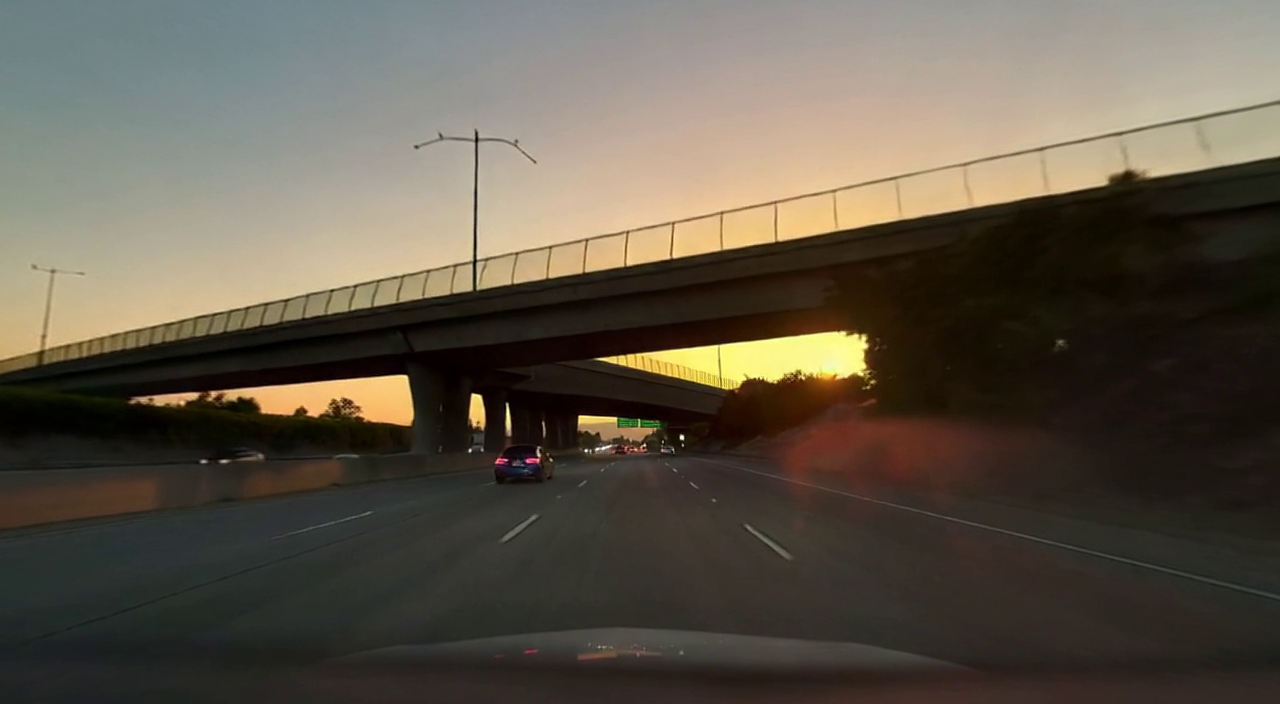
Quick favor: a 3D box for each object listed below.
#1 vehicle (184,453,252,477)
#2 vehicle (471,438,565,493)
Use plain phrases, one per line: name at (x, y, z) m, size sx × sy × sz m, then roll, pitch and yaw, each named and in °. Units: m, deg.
vehicle at (-28.360, 7.582, 42.616) m, size 1.832 × 1.468 × 4.082 m, roll 0°, pitch -9°, yaw -2°
vehicle at (-3.667, 3.509, 19.830) m, size 2.037 × 1.514 × 4.335 m, roll 0°, pitch -9°, yaw 1°
